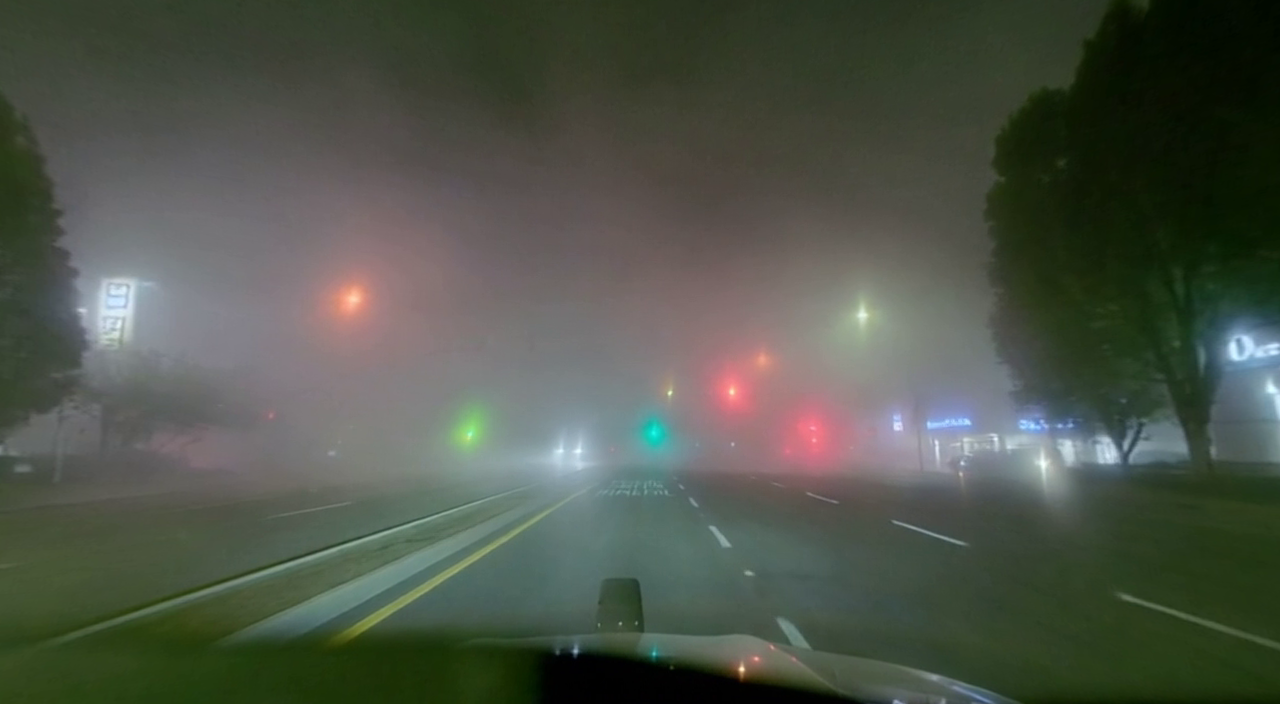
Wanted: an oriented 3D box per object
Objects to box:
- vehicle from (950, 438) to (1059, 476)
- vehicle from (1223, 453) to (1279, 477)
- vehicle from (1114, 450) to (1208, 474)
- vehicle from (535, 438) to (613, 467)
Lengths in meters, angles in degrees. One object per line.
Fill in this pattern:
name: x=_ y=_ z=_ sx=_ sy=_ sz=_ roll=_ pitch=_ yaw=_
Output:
vehicle: x=23.122 y=6.666 z=40.359 sx=2.195 sy=2.201 sz=5.616 roll=5 pitch=-10 yaw=-27
vehicle: x=40.017 y=7.083 z=39.583 sx=1.790 sy=1.474 sz=4.620 roll=4 pitch=-9 yaw=-25
vehicle: x=36.868 y=7.749 z=44.827 sx=1.868 sy=1.566 sz=4.647 roll=5 pitch=-9 yaw=-29
vehicle: x=-4.086 y=6.209 z=39.265 sx=4.408 sy=1.728 sz=2.010 roll=-3 pitch=-9 yaw=22
